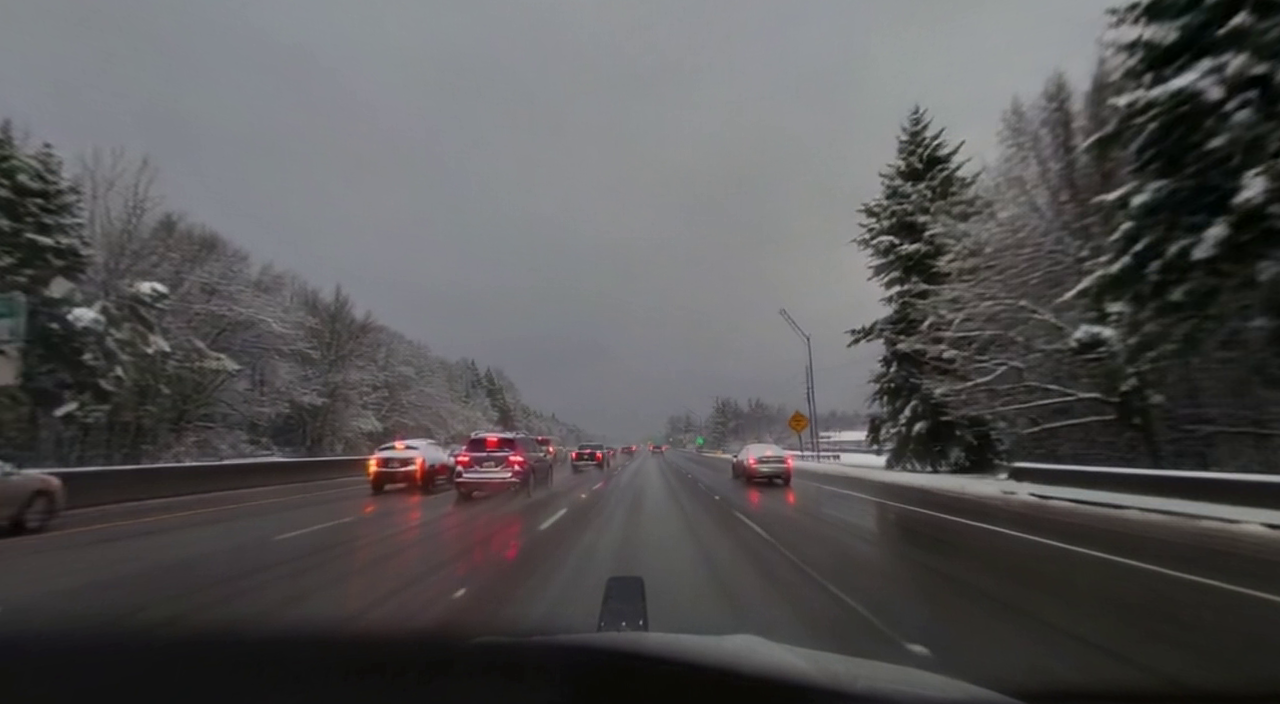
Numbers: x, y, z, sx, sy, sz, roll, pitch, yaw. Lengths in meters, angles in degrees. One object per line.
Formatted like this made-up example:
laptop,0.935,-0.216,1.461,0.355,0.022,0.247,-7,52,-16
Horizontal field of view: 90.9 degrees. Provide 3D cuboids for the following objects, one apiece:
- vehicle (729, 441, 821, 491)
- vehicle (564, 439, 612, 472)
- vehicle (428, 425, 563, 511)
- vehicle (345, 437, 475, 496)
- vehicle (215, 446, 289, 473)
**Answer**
vehicle,4.325,3.732,21.081,2.022,1.472,4.678,0,-8,0
vehicle,-2.761,5.671,34.686,2.133,1.668,4.505,0,-8,2
vehicle,-3.267,2.739,15.372,2.133,1.775,4.530,0,-8,1
vehicle,-6.681,3.374,19.043,2.049,1.544,4.866,0,-8,1
vehicle,-24.007,6.648,39.203,1.989,1.525,3.942,0,-8,2
